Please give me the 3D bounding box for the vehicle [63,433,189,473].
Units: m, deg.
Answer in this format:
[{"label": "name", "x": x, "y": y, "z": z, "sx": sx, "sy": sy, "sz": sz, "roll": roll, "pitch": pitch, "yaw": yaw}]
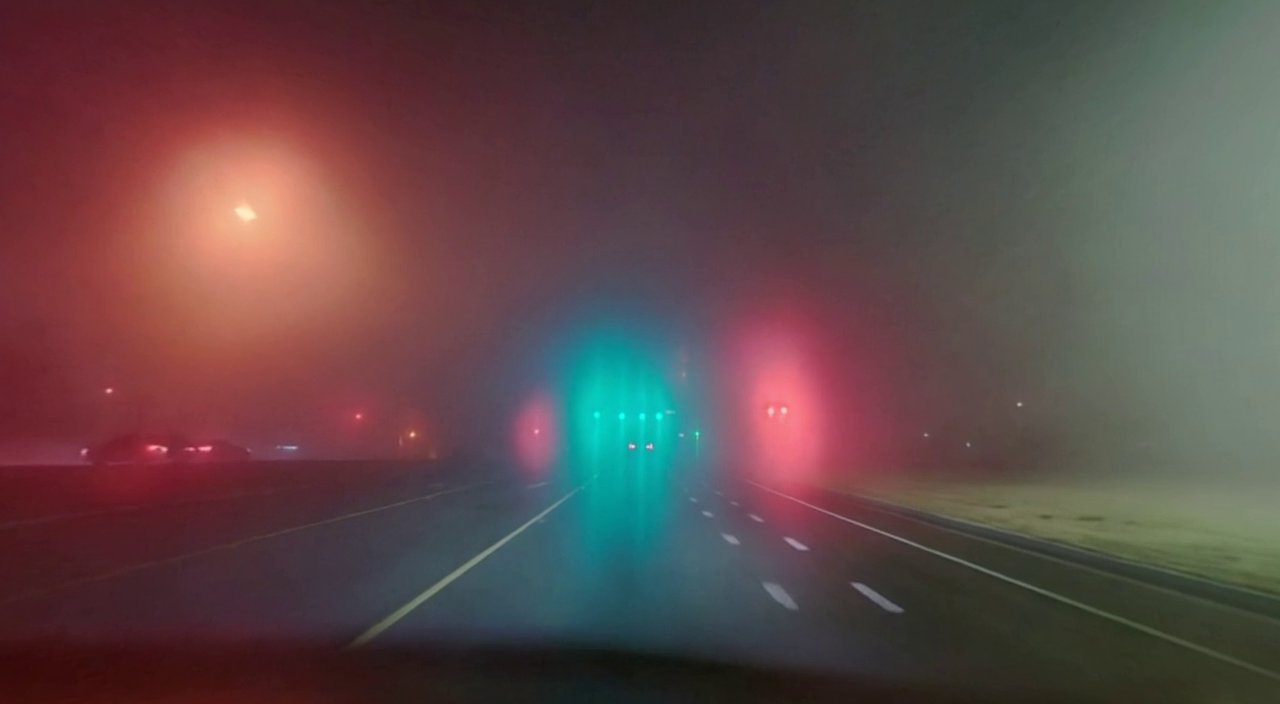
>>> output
[{"label": "vehicle", "x": -37.910, "y": 7.482, "z": 46.647, "sx": 7.051, "sy": 2.835, "sz": 2.287, "roll": 0, "pitch": -8, "yaw": -2}]
